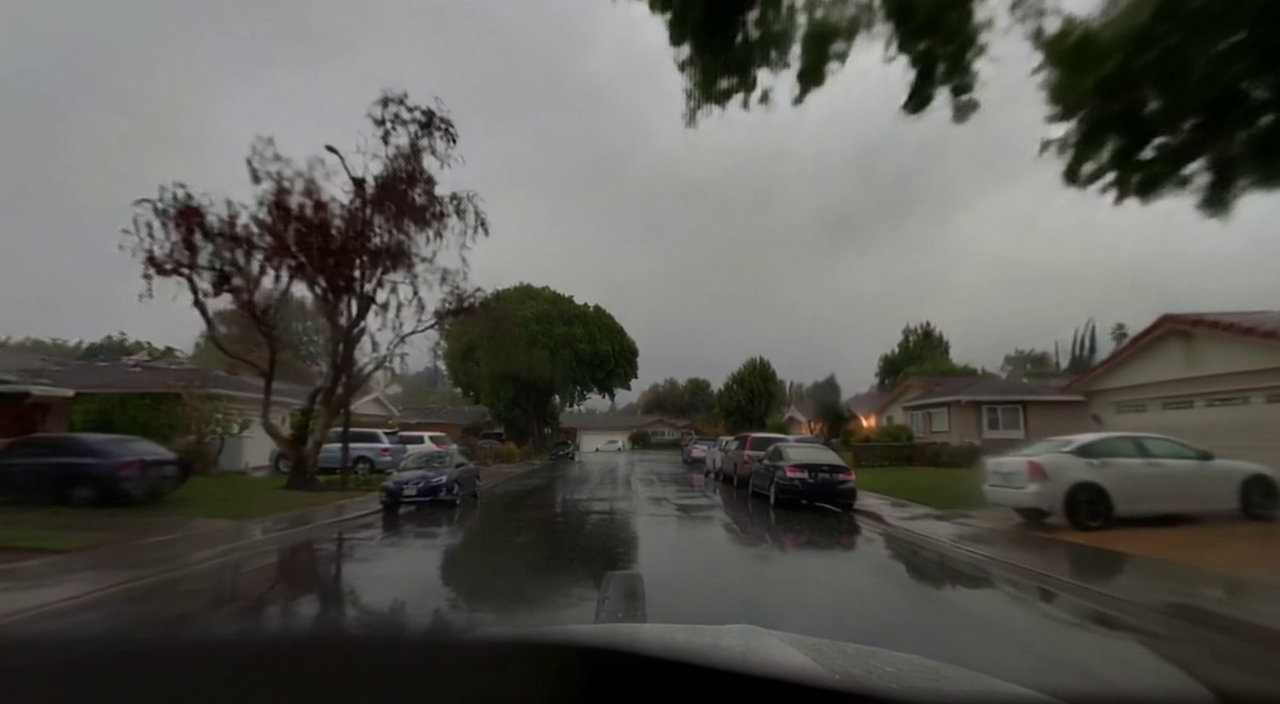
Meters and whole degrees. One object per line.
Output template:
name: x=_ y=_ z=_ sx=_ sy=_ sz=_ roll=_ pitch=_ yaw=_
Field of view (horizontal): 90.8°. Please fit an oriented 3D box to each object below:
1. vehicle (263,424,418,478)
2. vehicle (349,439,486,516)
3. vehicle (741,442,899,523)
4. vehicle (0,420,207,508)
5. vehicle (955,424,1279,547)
vehicle: x=-10.988 y=3.660 z=23.536 sx=4.641 sy=1.844 sz=2.243 roll=0 pitch=-8 yaw=-6
vehicle: x=-5.267 y=2.977 z=15.608 sx=1.943 sy=1.602 sz=4.172 roll=0 pitch=-8 yaw=-1
vehicle: x=3.752 y=2.789 z=14.237 sx=2.042 sy=1.456 sz=4.903 roll=0 pitch=-8 yaw=-1
vehicle: x=-11.100 y=2.039 z=11.699 sx=4.609 sy=1.463 sz=2.023 roll=0 pitch=-8 yaw=-3
vehicle: x=7.322 y=1.791 z=8.822 sx=4.818 sy=1.502 sz=1.867 roll=0 pitch=-8 yaw=1
